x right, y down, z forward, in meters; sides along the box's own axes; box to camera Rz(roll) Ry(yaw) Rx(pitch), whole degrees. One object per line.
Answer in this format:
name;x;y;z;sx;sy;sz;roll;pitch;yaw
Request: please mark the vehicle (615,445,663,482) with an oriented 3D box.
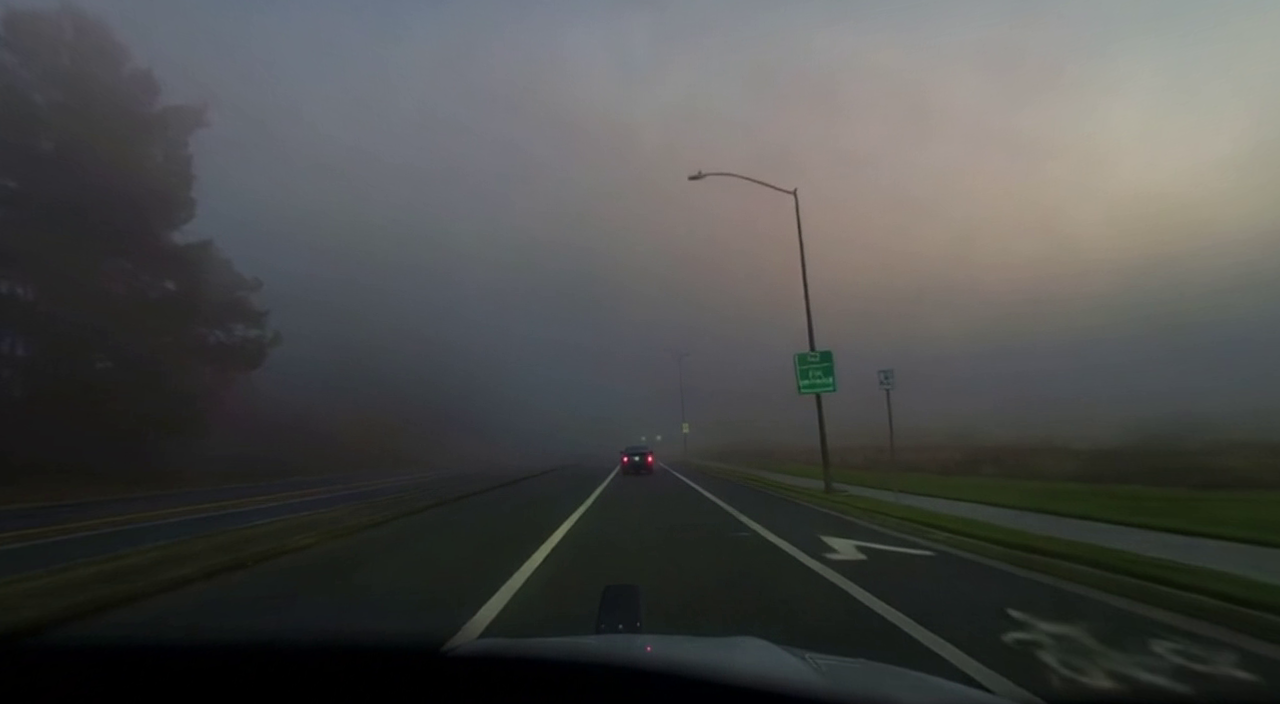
vehicle;-0.056;4.812;27.345;1.954;1.469;3.465;0;-9;-1
